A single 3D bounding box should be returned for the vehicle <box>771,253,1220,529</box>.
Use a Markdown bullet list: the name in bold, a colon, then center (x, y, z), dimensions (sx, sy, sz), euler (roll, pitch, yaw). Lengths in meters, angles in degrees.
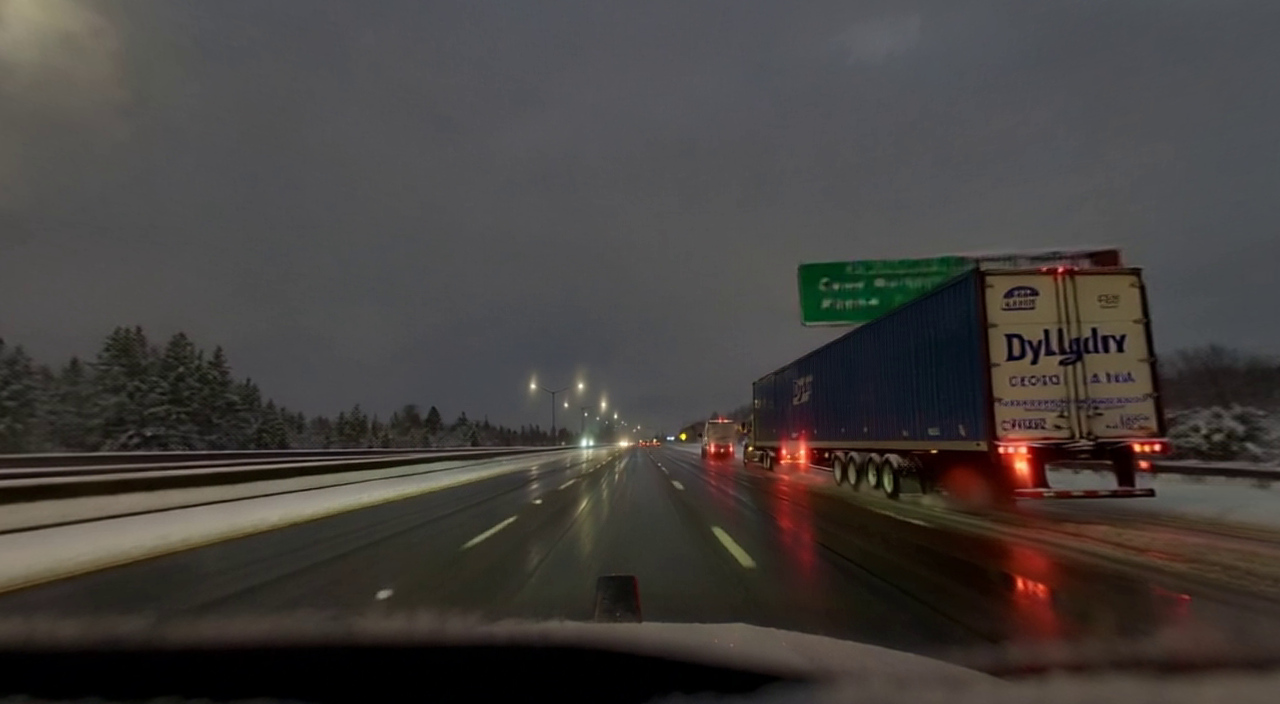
- **vehicle**: center (6.662, 1.675, 17.098), dimensions (2.962, 3.947, 16.241), euler (0, -8, 1)
